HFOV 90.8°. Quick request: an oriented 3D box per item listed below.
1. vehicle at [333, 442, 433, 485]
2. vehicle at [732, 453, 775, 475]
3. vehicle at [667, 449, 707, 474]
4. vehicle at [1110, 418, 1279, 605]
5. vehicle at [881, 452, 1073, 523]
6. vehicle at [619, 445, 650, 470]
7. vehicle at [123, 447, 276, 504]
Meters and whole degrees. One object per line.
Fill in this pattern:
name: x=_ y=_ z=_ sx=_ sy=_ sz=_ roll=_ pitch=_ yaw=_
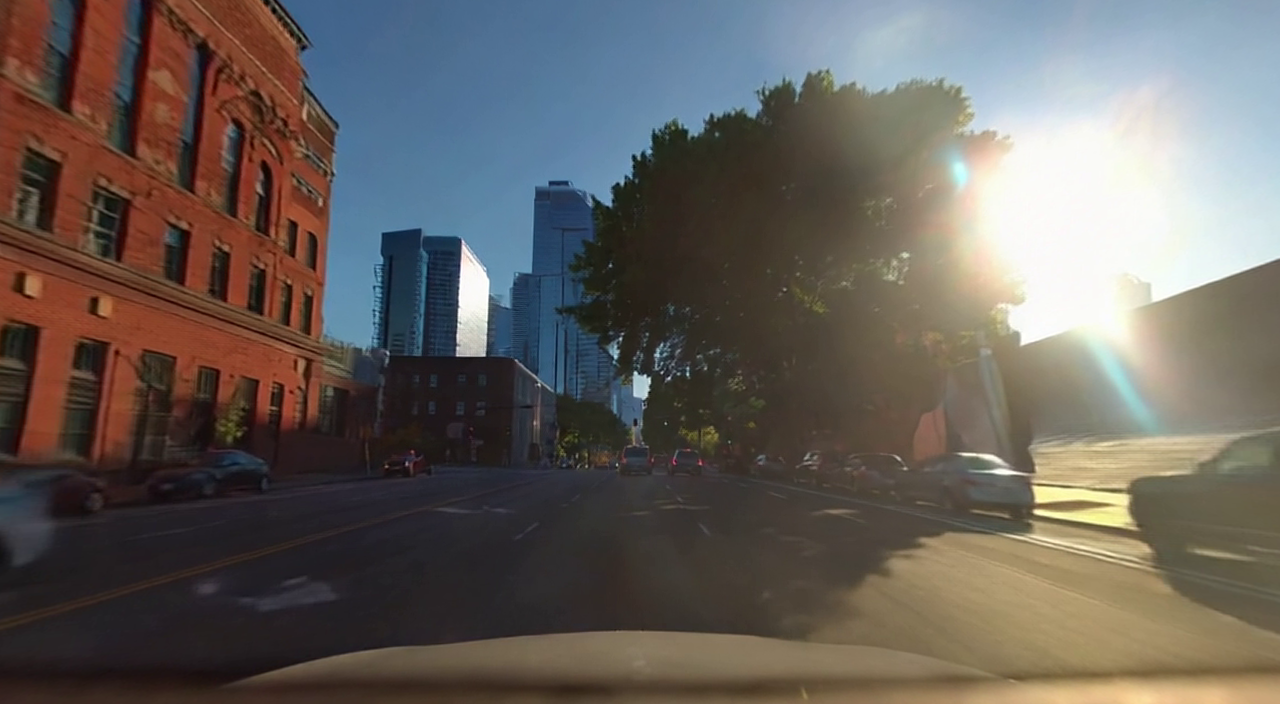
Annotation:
vehicle: x=-14.468 y=6.286 z=36.133 sx=2.822 sy=2.230 sz=6.145 roll=0 pitch=-9 yaw=3
vehicle: x=8.011 y=7.945 z=44.985 sx=2.054 sy=1.455 sz=4.786 roll=0 pitch=-9 yaw=-2
vehicle: x=2.988 y=7.135 z=41.567 sx=2.238 sy=1.499 sz=4.964 roll=0 pitch=-9 yaw=0
vehicle: x=8.013 y=1.667 z=6.546 sx=2.305 sy=1.984 sz=5.002 roll=0 pitch=-9 yaw=-1
vehicle: x=8.022 y=3.235 z=15.747 sx=2.030 sy=1.444 sz=4.832 roll=0 pitch=-9 yaw=-1
vehicle: x=-0.441 y=8.291 z=49.716 sx=2.329 sy=1.842 sz=4.537 roll=0 pitch=-9 yaw=-1
vehicle: x=-14.914 y=4.172 z=21.786 sx=2.063 sy=1.735 sz=4.317 roll=0 pitch=-9 yaw=1
